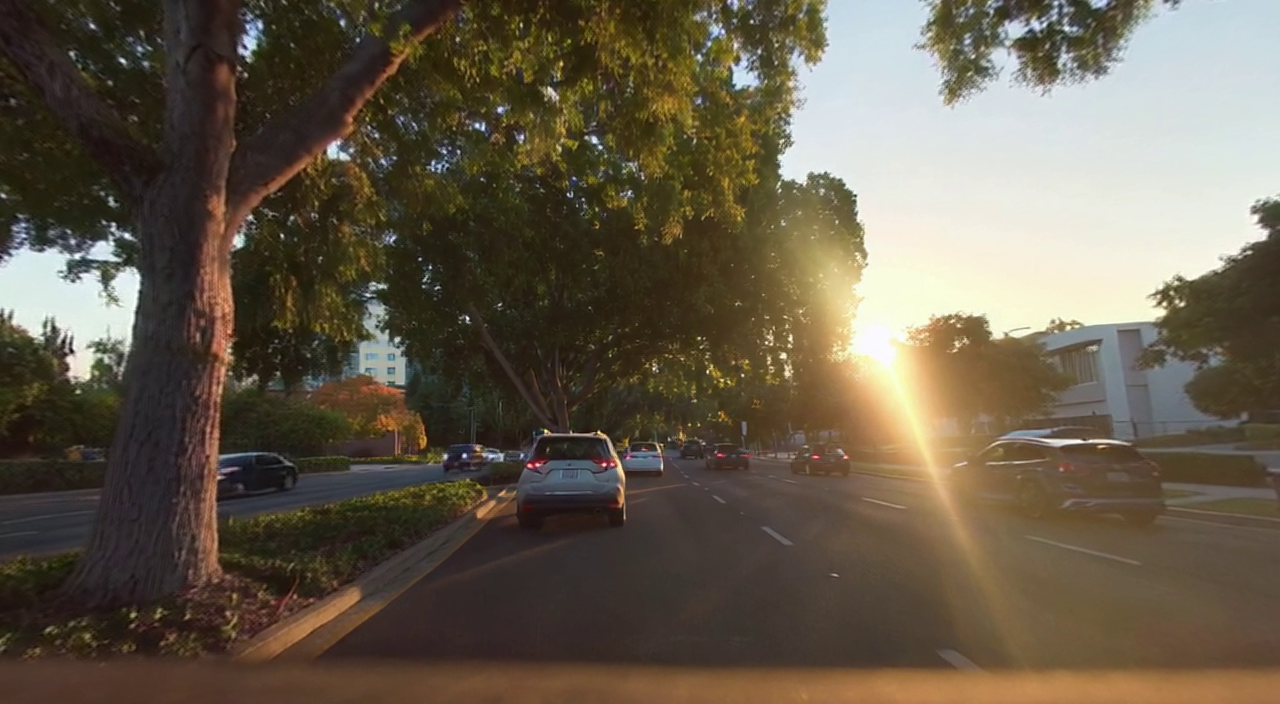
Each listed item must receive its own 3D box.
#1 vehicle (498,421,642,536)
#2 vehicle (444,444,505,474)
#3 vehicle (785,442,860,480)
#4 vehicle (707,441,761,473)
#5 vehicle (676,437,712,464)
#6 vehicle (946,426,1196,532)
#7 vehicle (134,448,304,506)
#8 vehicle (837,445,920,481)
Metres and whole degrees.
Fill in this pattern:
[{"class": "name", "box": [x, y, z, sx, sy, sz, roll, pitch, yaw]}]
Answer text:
[{"class": "vehicle", "box": [-1.212, 2.139, 11.247, 2.106, 1.655, 3.717, 1, -8, -6]}, {"class": "vehicle", "box": [-8.569, 5.560, 33.084, 1.966, 1.489, 4.099, 0, -8, 1]}, {"class": "vehicle", "box": [7.630, 4.586, 26.882, 1.977, 1.485, 4.308, 0, -8, 1]}, {"class": "vehicle", "box": [4.683, 5.309, 32.241, 2.175, 1.477, 4.520, 0, -8, 2]}, {"class": "vehicle", "box": [3.844, 7.147, 45.989, 2.114, 1.846, 4.659, 0, -8, -1]}, {"class": "vehicle", "box": [8.143, 2.408, 12.596, 2.168, 1.709, 4.289, -1, -8, 5]}, {"class": "vehicle", "box": [-12.243, 3.612, 18.804, 1.981, 1.463, 4.395, 0, -8, 1]}, {"class": "vehicle", "box": [10.598, 4.942, 28.509, 1.894, 1.469, 4.775, 0, -8, 0]}]
